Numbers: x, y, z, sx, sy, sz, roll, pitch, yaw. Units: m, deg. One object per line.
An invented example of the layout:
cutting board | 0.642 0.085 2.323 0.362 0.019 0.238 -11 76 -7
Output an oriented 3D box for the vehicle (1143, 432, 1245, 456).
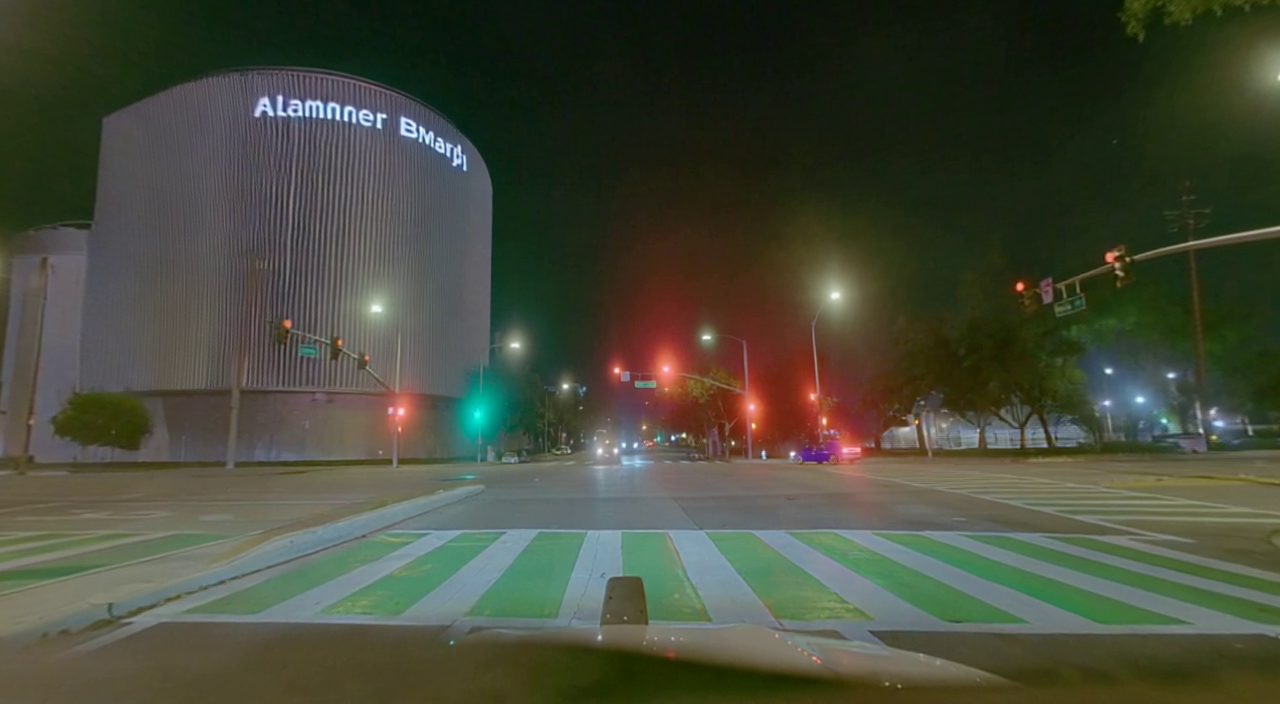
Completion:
vehicle | 36.150 6.020 41.200 4.767 1.456 1.858 0 -8 2

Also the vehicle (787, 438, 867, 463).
vehicle | 11.659 6.174 39.548 4.529 1.457 1.981 -2 -9 9

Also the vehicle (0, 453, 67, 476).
vehicle | -41.645 7.634 42.771 3.698 1.467 1.779 0 -8 1

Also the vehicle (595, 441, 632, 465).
vehicle | -1.835 6.644 41.753 2.280 1.454 4.836 1 -8 -4

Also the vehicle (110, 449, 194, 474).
vehicle | -33.074 7.408 42.759 4.136 1.661 1.857 0 -8 1
